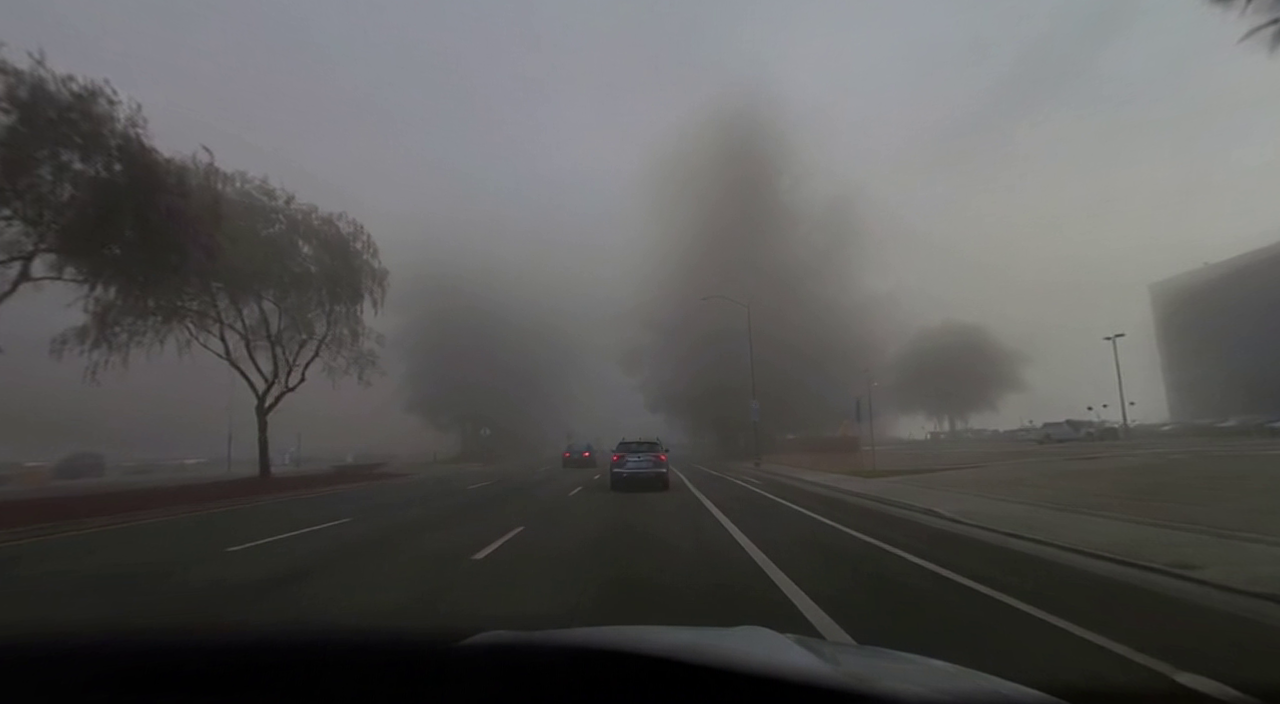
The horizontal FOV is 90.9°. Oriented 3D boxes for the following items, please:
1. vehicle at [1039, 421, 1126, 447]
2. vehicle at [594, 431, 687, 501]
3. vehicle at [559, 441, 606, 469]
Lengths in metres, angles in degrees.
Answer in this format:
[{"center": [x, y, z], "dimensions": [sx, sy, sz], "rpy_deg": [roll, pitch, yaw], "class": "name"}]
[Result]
[{"center": [31.901, 5.969, 45.694], "dimensions": [4.903, 1.767, 2.105], "rpy_deg": [-5, -10, 31], "class": "vehicle"}, {"center": [0.027, 3.028, 17.192], "dimensions": [2.199, 1.652, 4.101], "rpy_deg": [0, -8, 1], "class": "vehicle"}, {"center": [-3.169, 5.813, 35.705], "dimensions": [1.942, 1.462, 4.905], "rpy_deg": [-1, -8, 3], "class": "vehicle"}]
